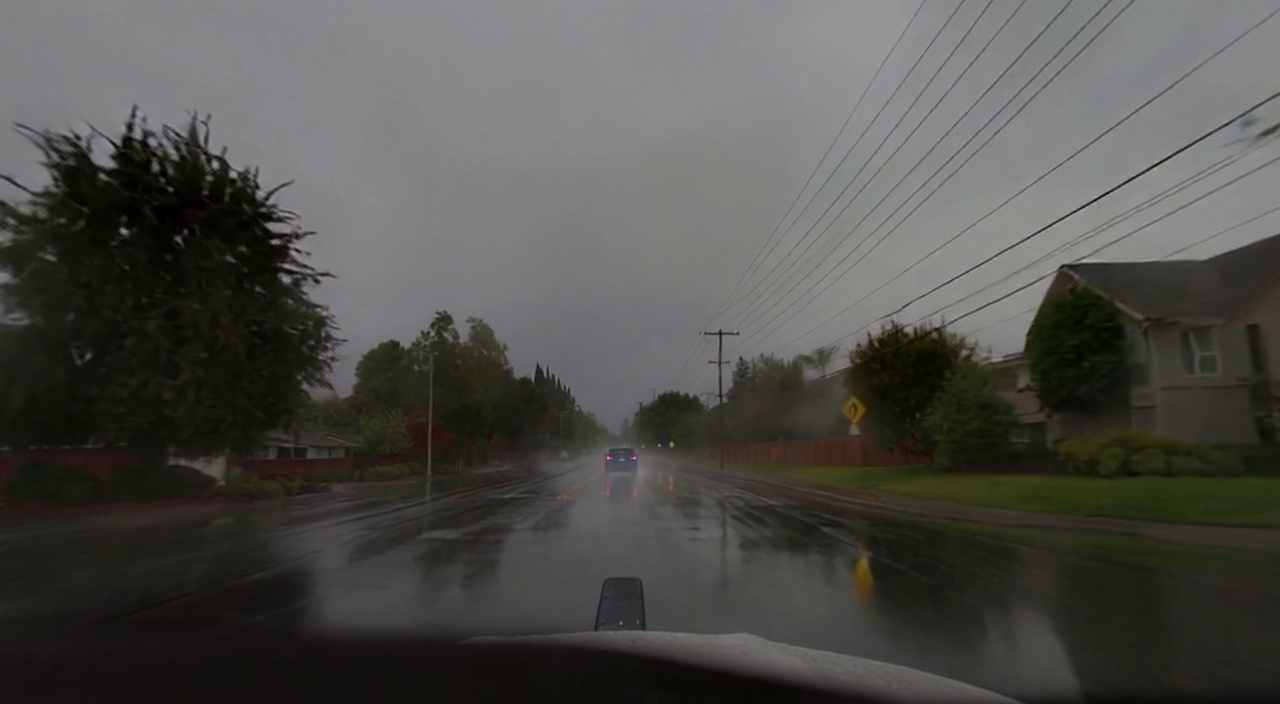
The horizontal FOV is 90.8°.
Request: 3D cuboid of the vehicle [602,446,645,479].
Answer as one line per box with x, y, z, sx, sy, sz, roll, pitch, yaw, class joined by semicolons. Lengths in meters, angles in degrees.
-0.902;5.912;34.104;2.139;1.699;3.916;0;-8;-2;vehicle
